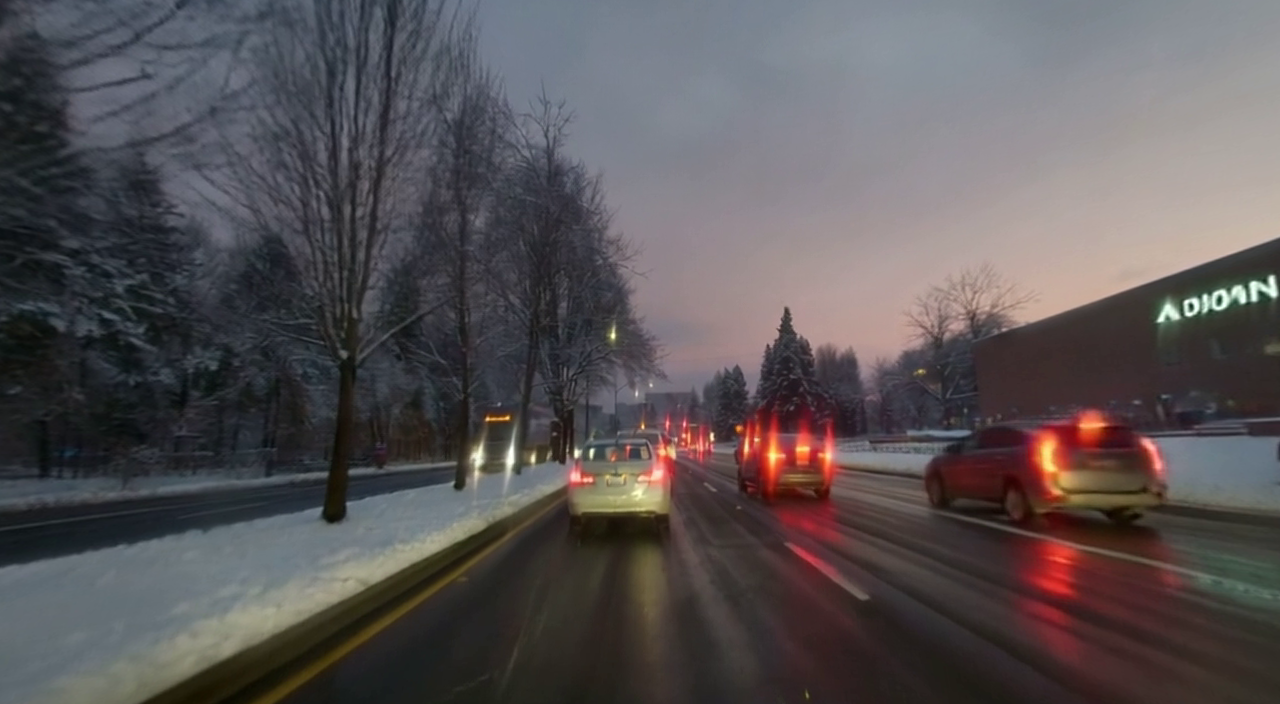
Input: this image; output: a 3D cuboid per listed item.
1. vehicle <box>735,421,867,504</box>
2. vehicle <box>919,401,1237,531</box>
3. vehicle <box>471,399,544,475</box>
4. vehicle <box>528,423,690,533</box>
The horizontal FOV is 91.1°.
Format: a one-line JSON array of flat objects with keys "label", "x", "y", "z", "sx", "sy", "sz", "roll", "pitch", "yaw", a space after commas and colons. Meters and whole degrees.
[{"label": "vehicle", "x": 3.814, "y": 2.719, "z": 15.831, "sx": 2.090, "sy": 1.763, "sz": 4.560, "roll": 0, "pitch": -8, "yaw": 0}, {"label": "vehicle", "x": 7.680, "y": 2.079, "z": 11.976, "sx": 2.425, "sy": 1.936, "sz": 5.081, "roll": 0, "pitch": -8, "yaw": 1}, {"label": "vehicle", "x": -8.053, "y": 5.338, "z": 39.082, "sx": 3.043, "sy": 4.303, "sz": 6.343, "roll": 0, "pitch": -8, "yaw": 1}, {"label": "vehicle", "x": -0.437, "y": 2.116, "z": 11.102, "sx": 2.315, "sy": 1.563, "sz": 4.080, "roll": 0, "pitch": -8, "yaw": 0}]
